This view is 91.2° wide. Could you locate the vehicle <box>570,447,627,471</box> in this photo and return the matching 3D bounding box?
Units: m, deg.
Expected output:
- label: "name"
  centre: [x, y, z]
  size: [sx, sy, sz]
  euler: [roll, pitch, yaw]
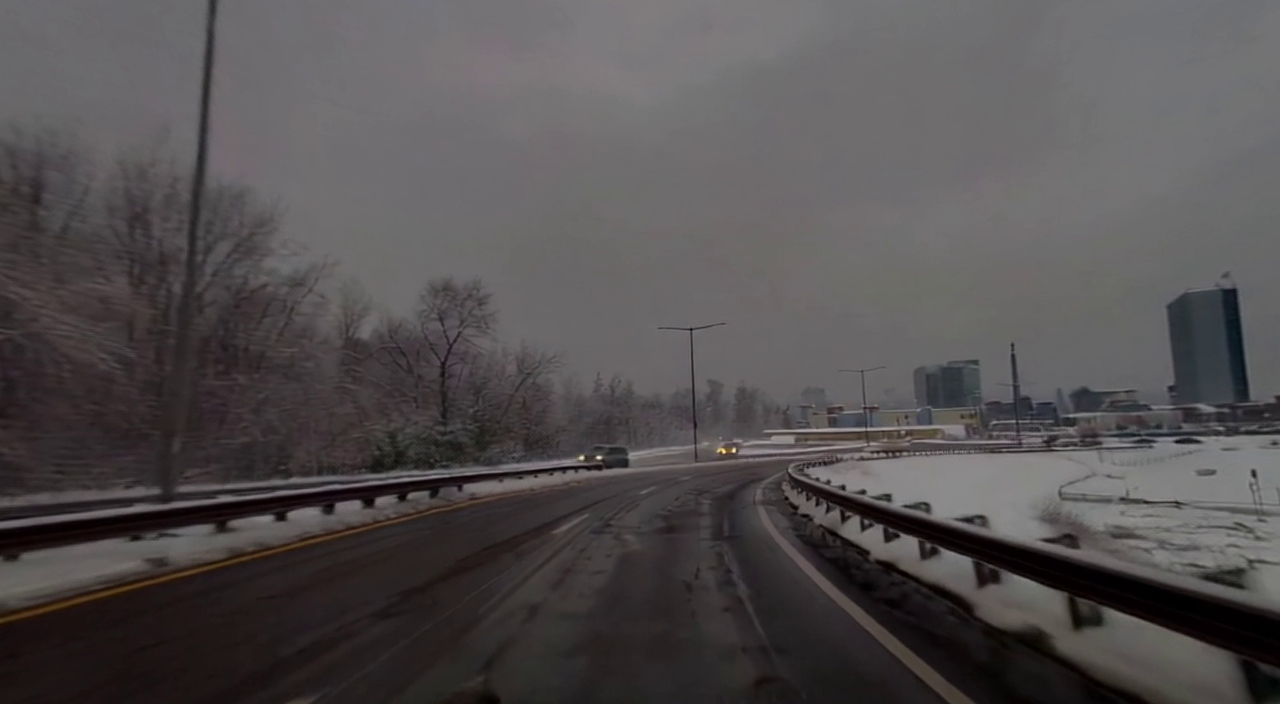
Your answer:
- label: "vehicle"
  centre: [-2.821, 7.482, 43.877]
  size: [1.977, 1.579, 4.410]
  euler: [-5, -10, 26]
